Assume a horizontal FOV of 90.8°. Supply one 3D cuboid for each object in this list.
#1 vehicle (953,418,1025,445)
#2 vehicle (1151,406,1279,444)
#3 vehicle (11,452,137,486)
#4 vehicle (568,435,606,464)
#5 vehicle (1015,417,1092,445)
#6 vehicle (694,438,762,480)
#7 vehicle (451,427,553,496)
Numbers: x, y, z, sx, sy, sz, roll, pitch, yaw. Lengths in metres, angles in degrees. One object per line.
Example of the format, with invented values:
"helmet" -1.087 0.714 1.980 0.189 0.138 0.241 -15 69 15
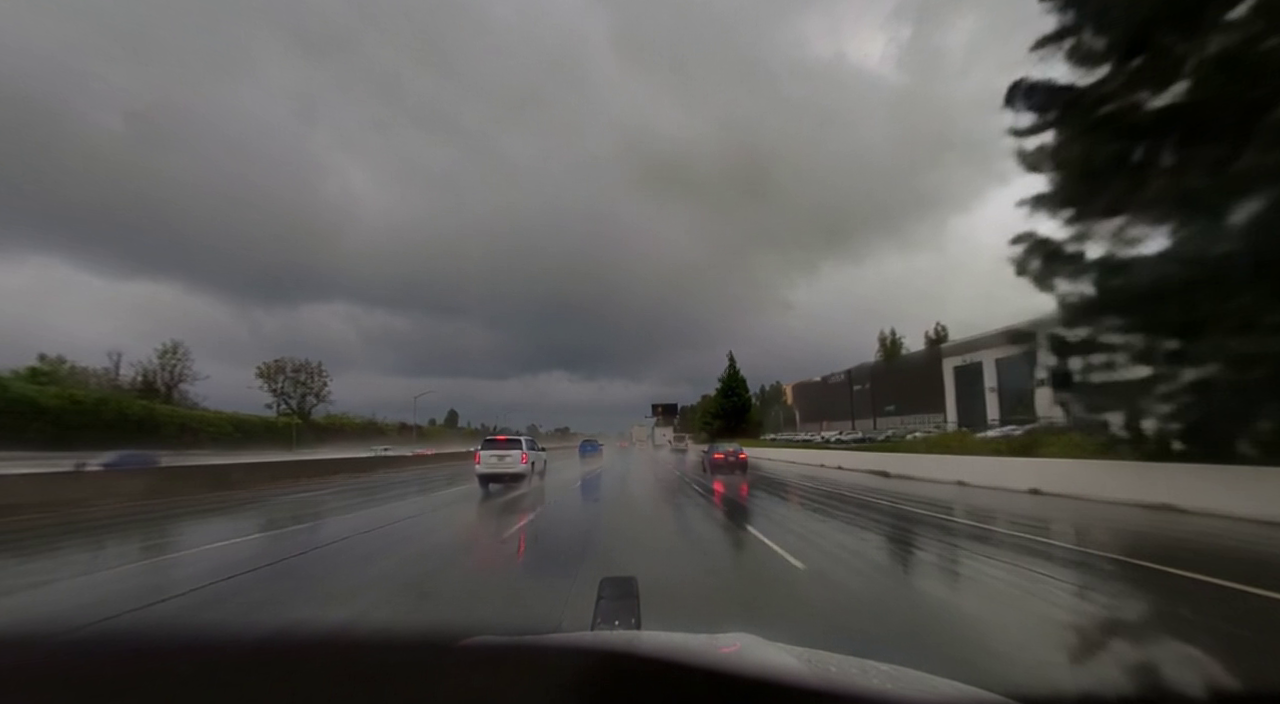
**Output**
"vehicle" 27.433 6.376 49.950 2.098 1.922 6.223 -1 -9 -1
"vehicle" 32.512 4.224 35.805 2.133 1.930 5.924 -1 -8 0
"vehicle" -27.983 5.756 31.468 1.949 1.470 4.676 0 -8 0
"vehicle" -3.867 7.308 47.427 2.410 1.981 5.355 0 -8 0
"vehicle" 32.367 6.250 49.689 2.264 1.993 5.565 -1 -9 0
"vehicle" 3.464 4.315 25.804 1.957 1.510 4.643 0 -8 -2
"vehicle" -3.910 3.185 18.703 1.987 1.765 4.508 0 -8 0
